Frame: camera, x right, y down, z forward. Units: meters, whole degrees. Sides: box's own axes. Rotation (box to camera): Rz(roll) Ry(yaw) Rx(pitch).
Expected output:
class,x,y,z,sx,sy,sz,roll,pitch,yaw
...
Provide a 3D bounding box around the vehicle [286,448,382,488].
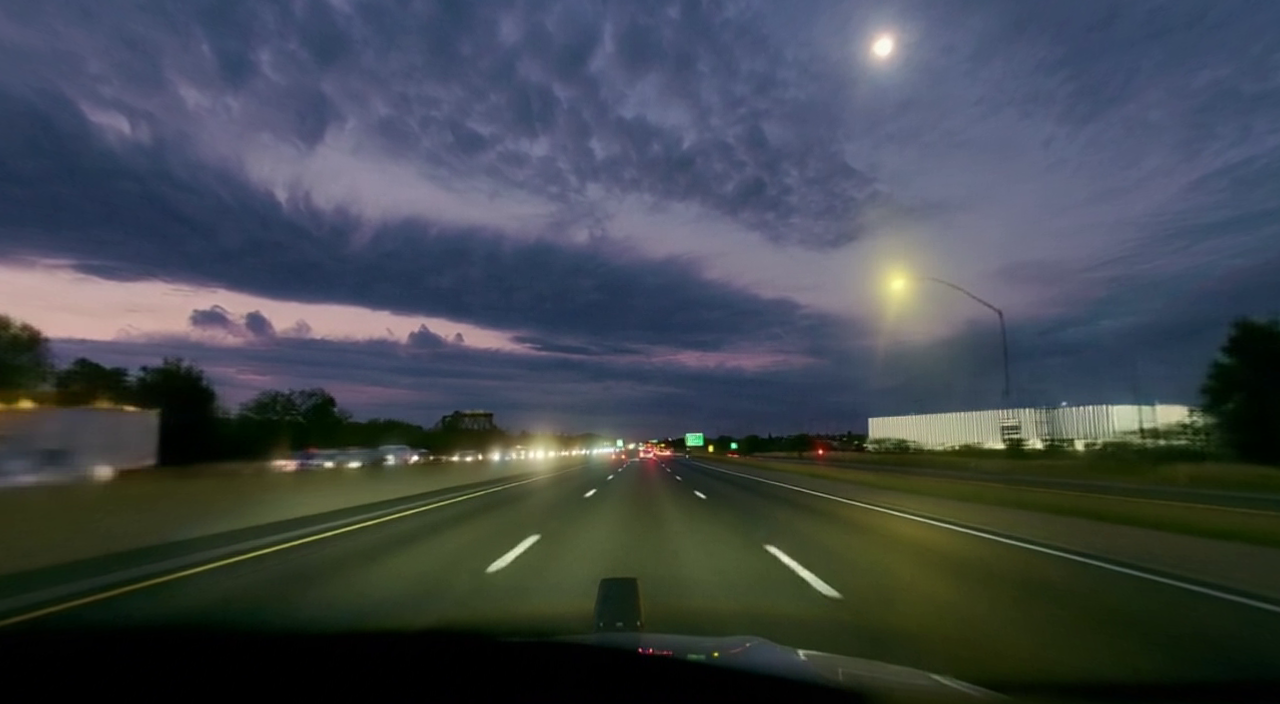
class,x,y,z,sx,sy,sz,roll,pitch,yaw
vehicle,-12.025,4.568,25.073,1.814,1.438,3.897,-1,-9,1

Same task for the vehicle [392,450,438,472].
class,x,y,z,sx,sy,sz,roll,pitch,yaw
vehicle,-16.015,7.765,45.068,1.835,1.455,3.673,-1,-9,2

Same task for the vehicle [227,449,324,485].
class,x,y,z,sx,sy,sz,roll,pitch,yaw
vehicle,-16.205,5.113,28.300,1.793,1.452,4.239,0,-9,0

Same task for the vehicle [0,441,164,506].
class,x,y,z,sx,sy,sz,roll,pitch,yaw
vehicle,-16.042,3.346,17.733,1.888,1.584,4.228,0,-9,1
